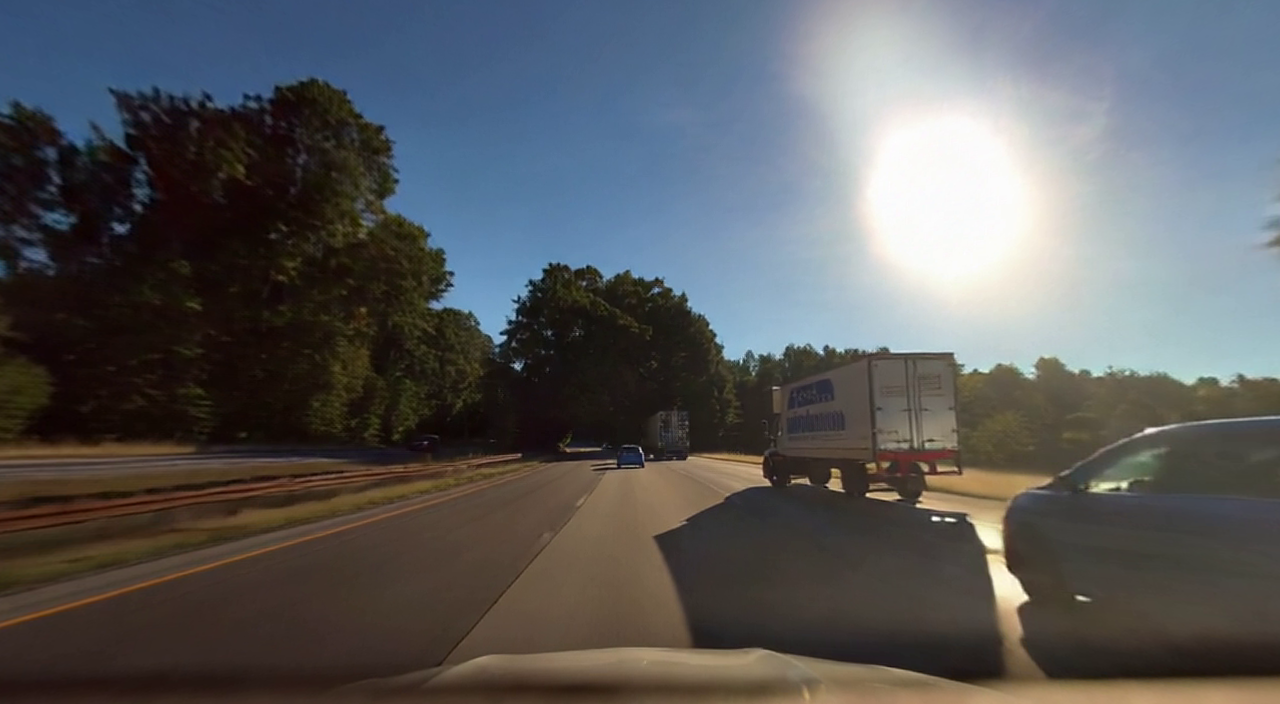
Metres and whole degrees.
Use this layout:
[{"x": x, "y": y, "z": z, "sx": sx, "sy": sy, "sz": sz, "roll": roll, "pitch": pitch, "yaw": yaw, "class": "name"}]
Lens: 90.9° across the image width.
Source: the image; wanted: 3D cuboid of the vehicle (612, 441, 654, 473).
[{"x": -0.408, "y": 5.100, "z": 30.770, "sx": 1.913, "sy": 1.460, "sz": 3.610, "roll": 0, "pitch": -9, "yaw": -3, "class": "vehicle"}]

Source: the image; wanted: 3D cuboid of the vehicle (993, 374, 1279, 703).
[{"x": 3.951, "y": 0.902, "z": 2.852, "sx": 1.977, "sy": 1.599, "sz": 4.605, "roll": 0, "pitch": -9, "yaw": -1, "class": "vehicle"}]
